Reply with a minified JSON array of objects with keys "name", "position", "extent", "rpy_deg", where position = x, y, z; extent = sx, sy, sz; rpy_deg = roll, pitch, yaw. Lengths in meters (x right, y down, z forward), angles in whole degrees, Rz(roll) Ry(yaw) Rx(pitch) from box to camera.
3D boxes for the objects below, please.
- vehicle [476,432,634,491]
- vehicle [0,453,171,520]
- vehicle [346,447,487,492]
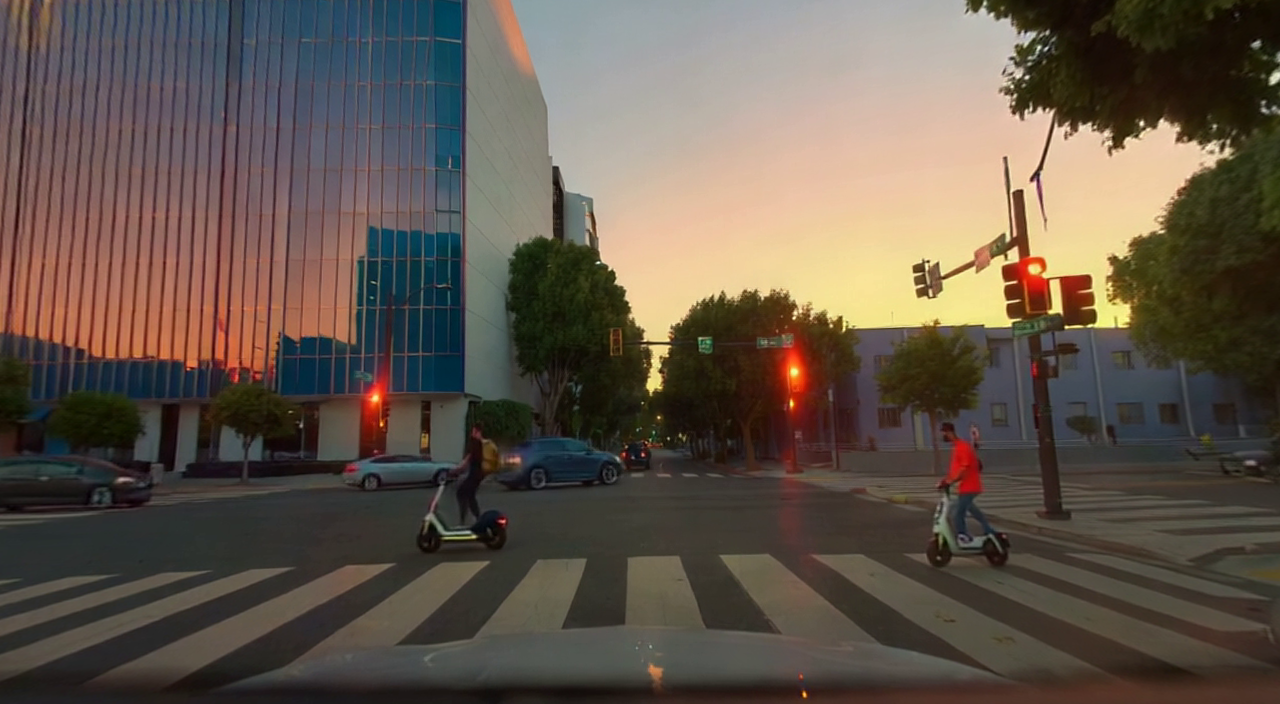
[{"name":"vehicle","position":[-2.723,3.569,20.990],"extent":[4.802,1.724,2.122],"rpy_deg":[7,-11,-41]},{"name":"vehicle","position":[-14.998,3.344,15.932],"extent":[4.576,1.496,2.042],"rpy_deg":[0,-8,-4]},{"name":"vehicle","position":[-8.164,4.242,23.179],"extent":[4.485,1.463,2.075],"rpy_deg":[5,-10,-31]}]
